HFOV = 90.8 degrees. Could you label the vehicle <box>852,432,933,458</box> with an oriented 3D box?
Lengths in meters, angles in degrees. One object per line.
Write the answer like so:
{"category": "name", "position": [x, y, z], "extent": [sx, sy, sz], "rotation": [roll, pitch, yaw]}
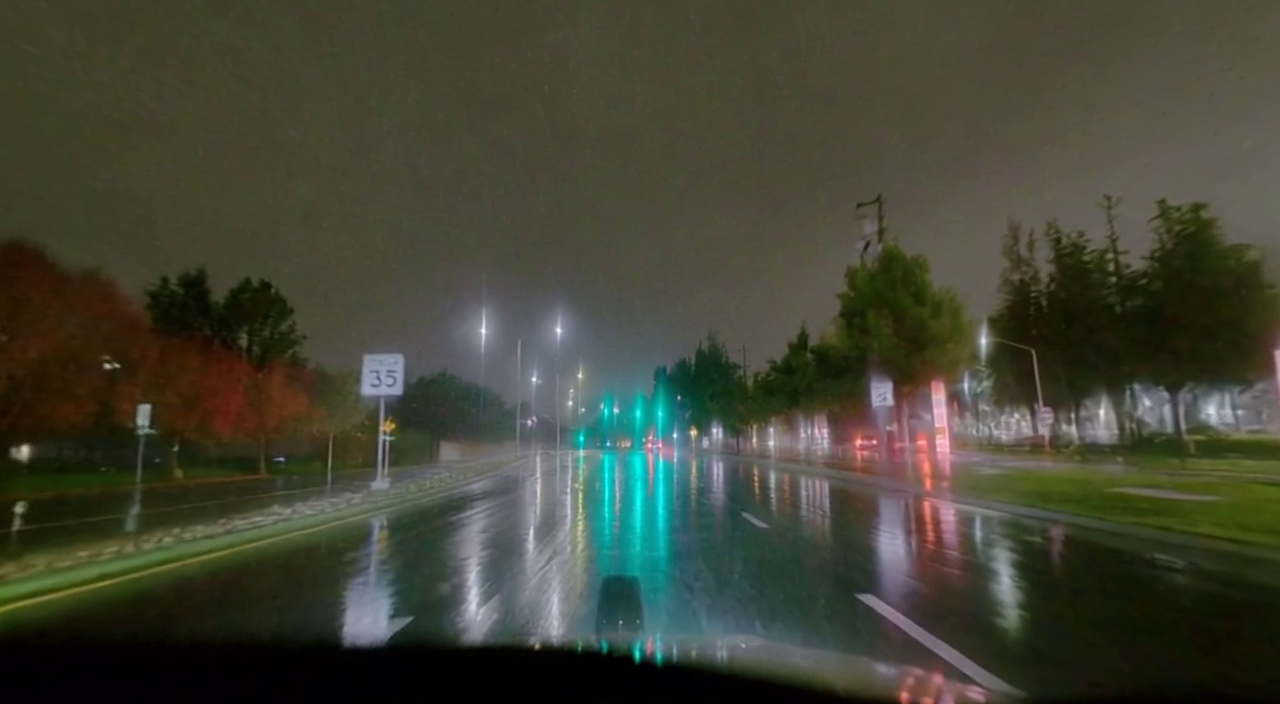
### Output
{"category": "vehicle", "position": [16.977, 6.261, 42.575], "extent": [4.530, 1.640, 2.074], "rotation": [0, -8, -2]}
